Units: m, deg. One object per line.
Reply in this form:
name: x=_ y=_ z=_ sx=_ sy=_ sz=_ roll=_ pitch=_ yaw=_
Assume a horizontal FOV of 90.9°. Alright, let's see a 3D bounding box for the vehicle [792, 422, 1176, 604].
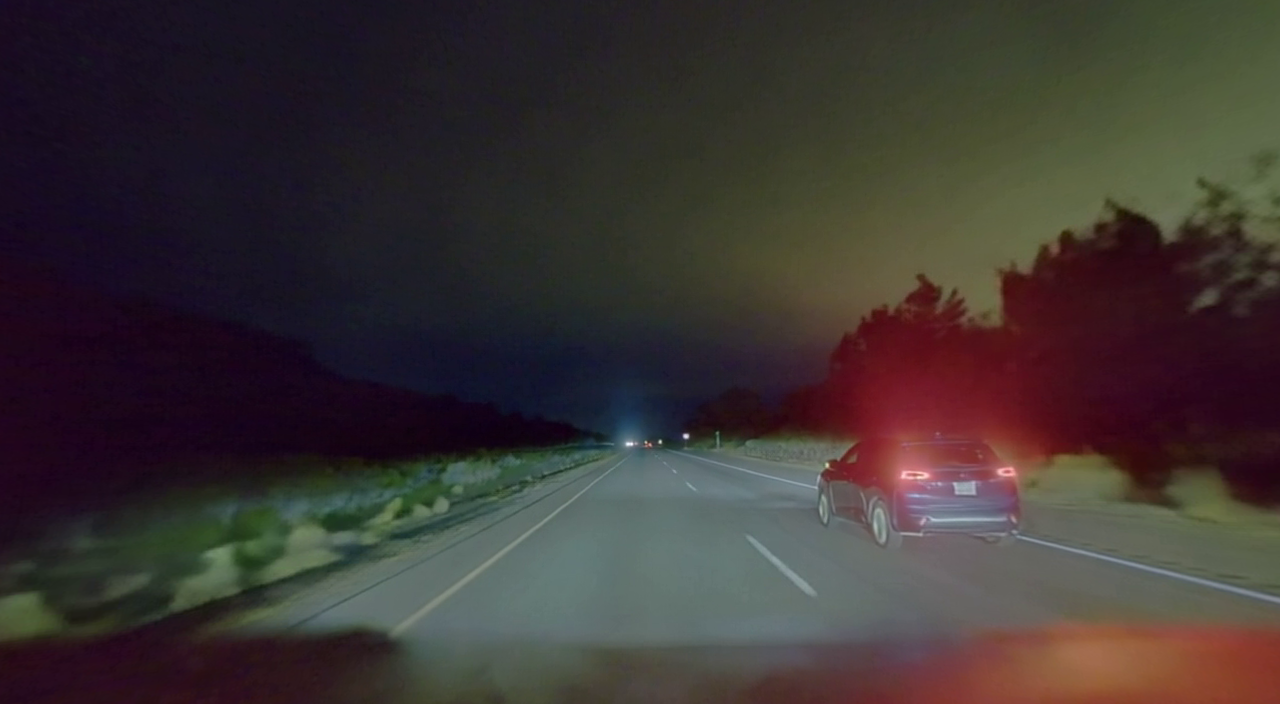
vehicle: x=3.380 y=1.660 z=7.478 sx=2.003 sy=1.466 sz=4.441 roll=0 pitch=-8 yaw=0
